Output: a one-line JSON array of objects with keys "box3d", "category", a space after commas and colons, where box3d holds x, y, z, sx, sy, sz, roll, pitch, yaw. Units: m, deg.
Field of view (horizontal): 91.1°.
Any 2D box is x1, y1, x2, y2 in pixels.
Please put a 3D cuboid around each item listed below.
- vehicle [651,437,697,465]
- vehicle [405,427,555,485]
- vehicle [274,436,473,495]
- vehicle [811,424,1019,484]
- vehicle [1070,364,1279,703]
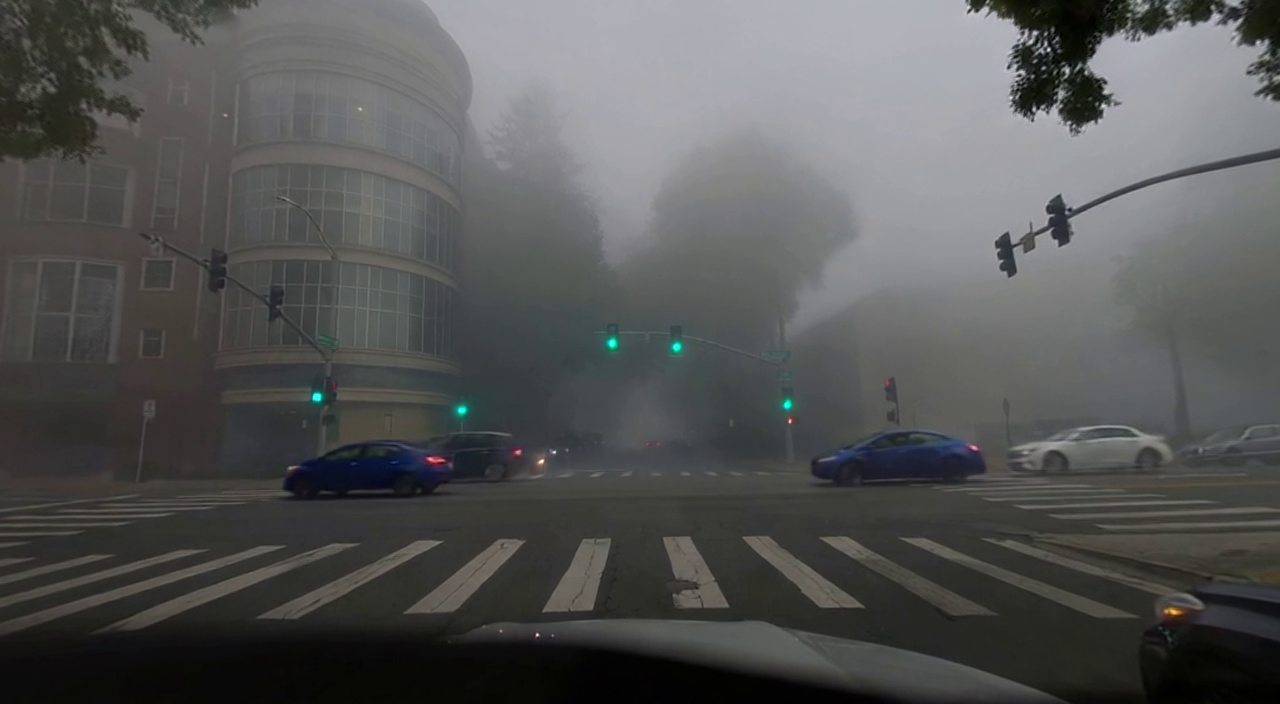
[{"box3d": [2.028, 6.043, 38.502, 2.053, 1.625, 4.551, 1, -8, -7], "category": "vehicle"}, {"box3d": [-5.137, 3.392, 20.621, 4.363, 1.757, 1.926, 0, -8, 1], "category": "vehicle"}, {"box3d": [-6.985, 3.010, 16.834, 4.464, 1.472, 1.867, 0, -8, 0], "category": "vehicle"}, {"box3d": [7.267, 2.739, 16.963, 4.723, 1.484, 1.883, 0, -8, 0], "category": "vehicle"}, {"box3d": [2.890, 0.672, 0.829, 1.947, 1.576, 3.825, 0, -8, 1], "category": "vehicle"}]
